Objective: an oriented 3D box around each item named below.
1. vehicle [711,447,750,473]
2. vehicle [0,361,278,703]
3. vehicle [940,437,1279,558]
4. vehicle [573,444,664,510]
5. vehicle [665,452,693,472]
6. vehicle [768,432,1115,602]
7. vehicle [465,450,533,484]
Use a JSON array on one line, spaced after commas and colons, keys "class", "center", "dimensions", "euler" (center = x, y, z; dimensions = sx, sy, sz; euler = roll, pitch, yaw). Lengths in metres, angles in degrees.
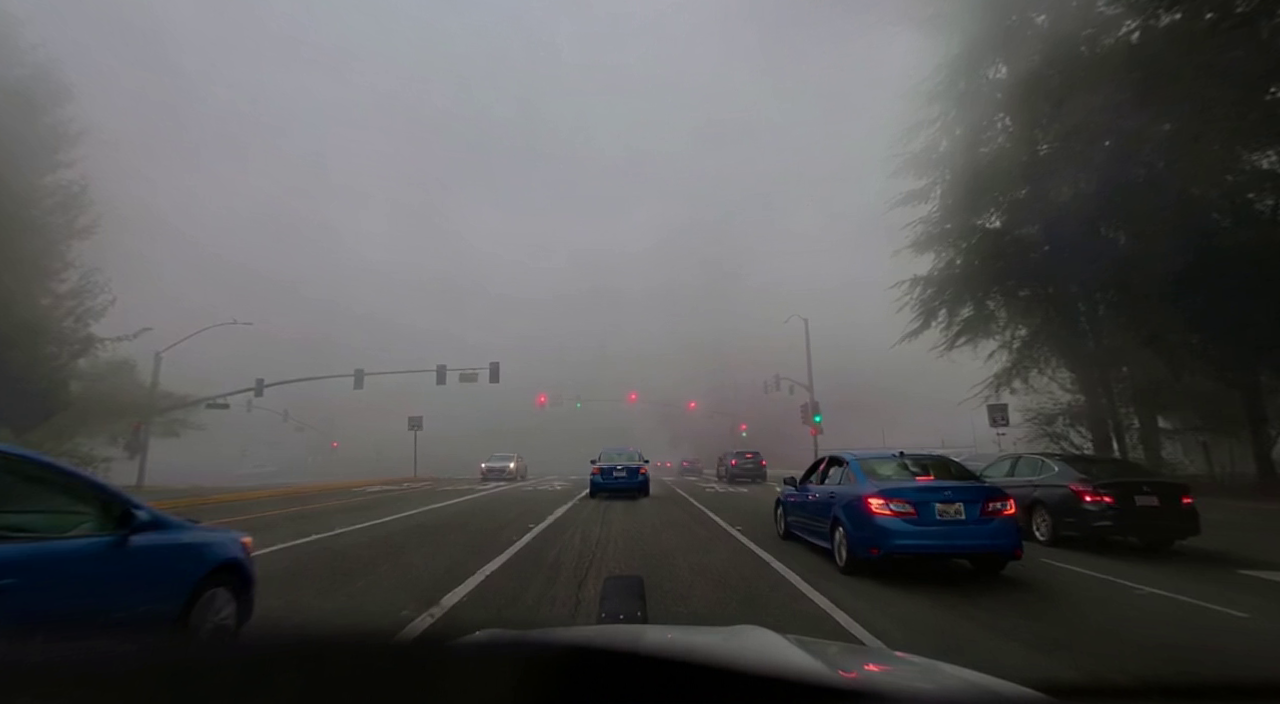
[{"class": "vehicle", "center": [6.796, 8.138, 47.938], "dimensions": [2.113, 1.789, 4.622], "euler": [0, -8, -2]}, {"class": "vehicle", "center": [-3.325, 0.764, 1.698], "dimensions": [2.073, 1.606, 4.364], "euler": [0, -8, 0]}, {"class": "vehicle", "center": [6.899, 2.118, 10.031], "dimensions": [2.004, 1.455, 4.417], "euler": [0, -8, -1]}, {"class": "vehicle", "center": [-0.510, 3.148, 16.451], "dimensions": [2.065, 1.464, 4.216], "euler": [0, -8, -1]}, {"class": "vehicle", "center": [3.028, 8.704, 49.970], "dimensions": [1.850, 1.438, 4.166], "euler": [0, -8, -1]}, {"class": "vehicle", "center": [3.171, 1.811, 7.955], "dimensions": [2.053, 1.490, 4.464], "euler": [0, -8, -2]}, {"class": "vehicle", "center": [-6.784, 5.573, 31.018], "dimensions": [2.032, 1.448, 5.500], "euler": [0, -8, 0]}]
